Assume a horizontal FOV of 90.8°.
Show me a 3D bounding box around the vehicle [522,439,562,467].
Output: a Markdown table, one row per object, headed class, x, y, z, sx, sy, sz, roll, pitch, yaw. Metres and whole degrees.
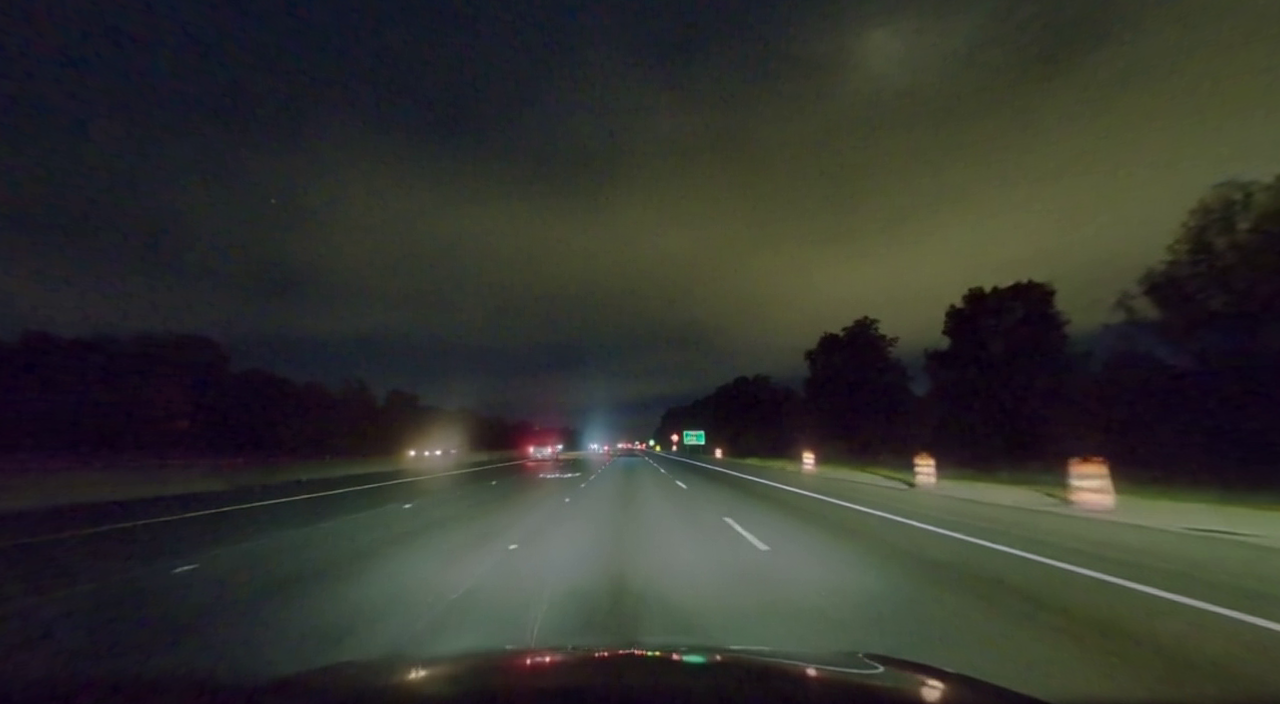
| class | x | y | z | sx | sy | sz | roll | pitch | yaw |
| --- | --- | --- | --- | --- | --- | --- | --- | --- | --- |
| vehicle | -6.530 | 6.747 | 42.491 | 2.036 | 1.758 | 4.529 | 0 | -9 | 0 |
